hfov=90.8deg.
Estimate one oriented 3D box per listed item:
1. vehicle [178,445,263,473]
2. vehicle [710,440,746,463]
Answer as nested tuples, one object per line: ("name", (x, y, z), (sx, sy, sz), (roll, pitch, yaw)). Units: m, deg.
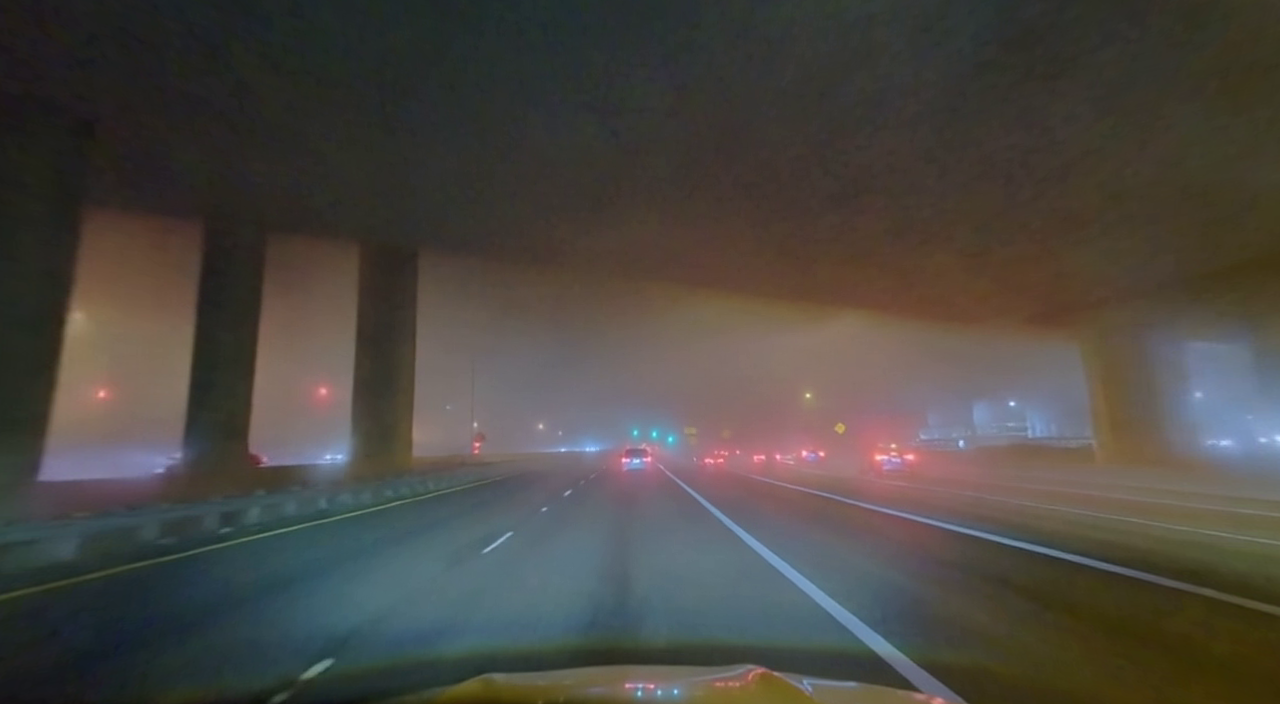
("vehicle", (-24.653, 6.284, 37.330), (2.024, 1.555, 4.454), (0, -8, -1))
("vehicle", (6.754, 7.669, 48.850), (2.075, 1.611, 4.421), (0, -8, -2))
